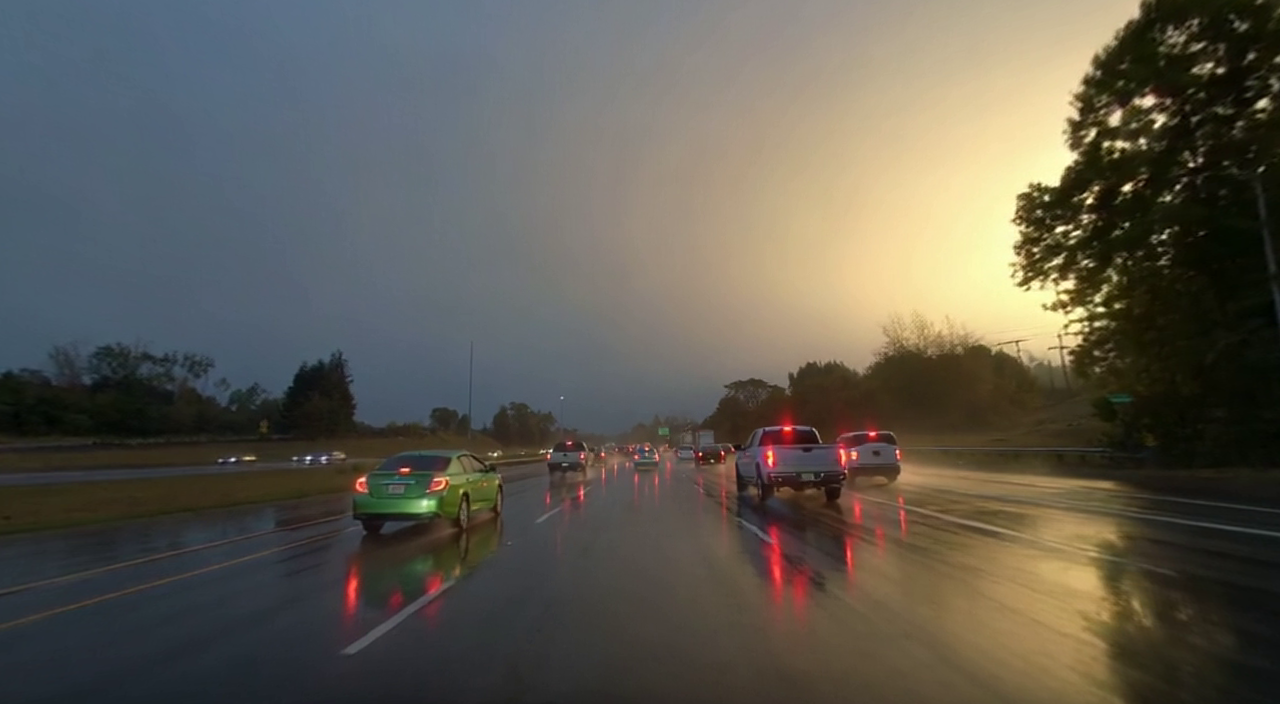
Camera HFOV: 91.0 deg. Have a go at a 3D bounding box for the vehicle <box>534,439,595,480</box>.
[{"bbox_3d":[-3.497,5.088,30.148,2.176,1.783,4.799,0,-9,2],"label":"vehicle"}]

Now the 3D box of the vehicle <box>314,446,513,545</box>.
[{"bbox_3d":[-3.760,2.429,11.403,1.947,1.424,4.264,0,-9,1],"label":"vehicle"}]

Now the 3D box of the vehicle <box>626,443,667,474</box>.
[{"bbox_3d":[0.359,5.878,34.920,2.147,1.572,4.094,0,-9,0],"label":"vehicle"}]

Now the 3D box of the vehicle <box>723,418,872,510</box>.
[{"bbox_3d":[3.703,2.787,16.126,2.340,1.925,5.529,0,-9,-1],"label":"vehicle"}]

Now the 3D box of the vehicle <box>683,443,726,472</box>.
[{"bbox_3d":[3.950,6.535,39.174,2.145,1.636,4.437,0,-9,-1],"label":"vehicle"}]
